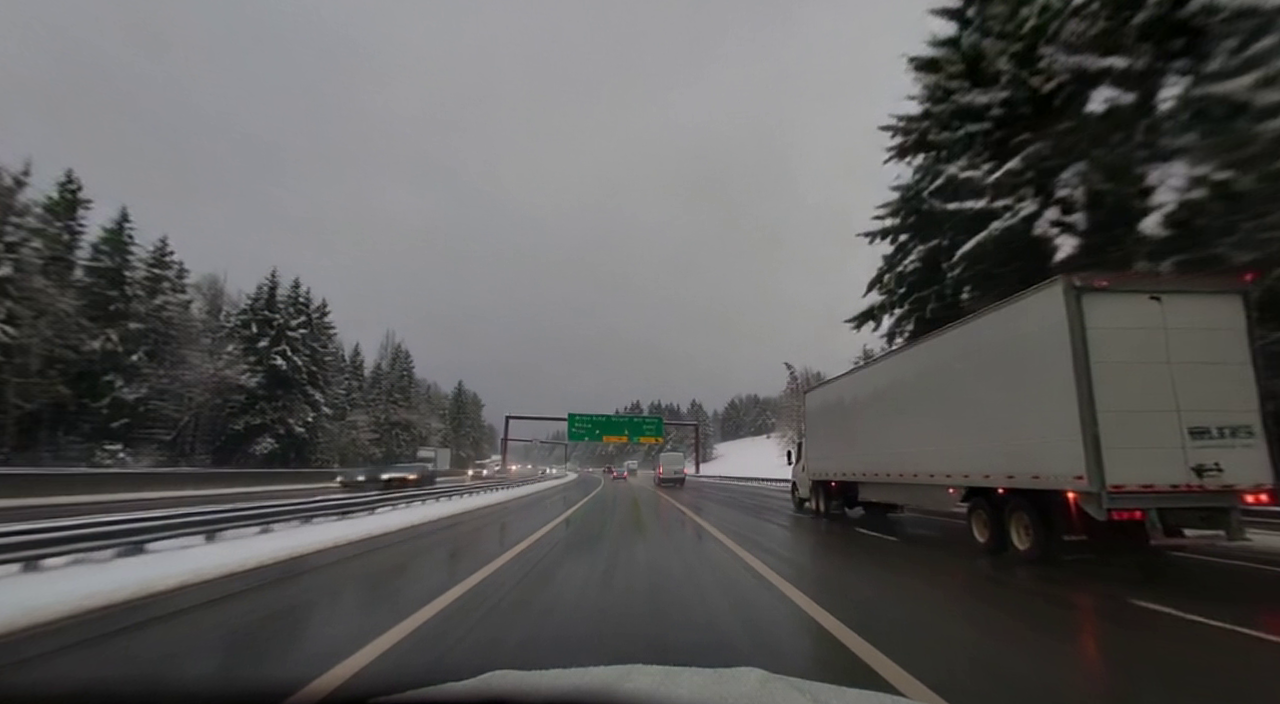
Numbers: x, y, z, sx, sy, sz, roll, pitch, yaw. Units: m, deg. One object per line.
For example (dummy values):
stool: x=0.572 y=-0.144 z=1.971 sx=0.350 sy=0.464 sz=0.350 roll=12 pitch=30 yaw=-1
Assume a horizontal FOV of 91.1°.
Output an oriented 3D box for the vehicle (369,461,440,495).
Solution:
vehicle: x=-11.203 y=6.025 z=30.189 sx=1.890 sy=1.515 sz=3.920 roll=1 pitch=-10 yaw=-1

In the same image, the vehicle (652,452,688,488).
vehicle: x=2.267 y=9.192 z=49.026 sx=2.291 sy=2.639 sz=5.280 roll=1 pitch=-10 yaw=-3

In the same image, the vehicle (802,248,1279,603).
vehicle: x=7.157 y=2.058 z=14.384 sx=2.866 sy=4.102 sz=14.351 roll=1 pitch=-10 yaw=-1

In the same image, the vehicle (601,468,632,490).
vehicle: x=-1.716 y=9.180 z=45.589 sx=2.106 sy=1.524 sz=4.381 roll=1 pitch=-10 yaw=-2
